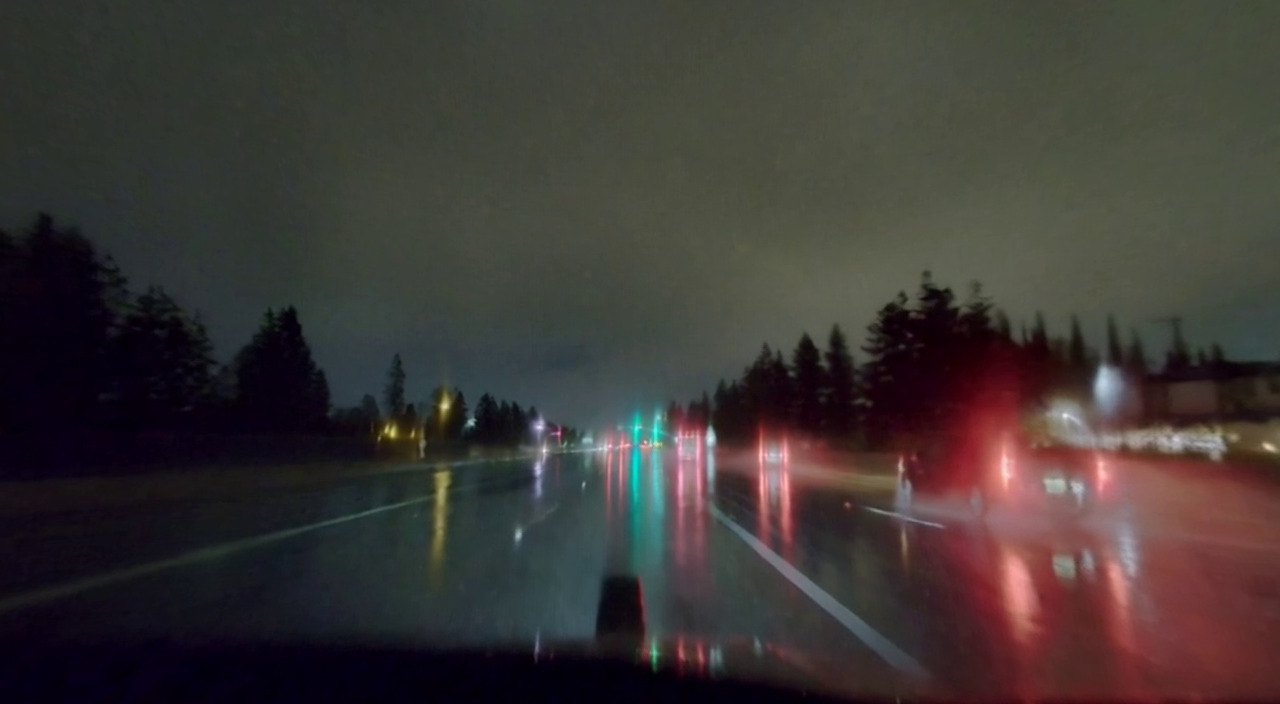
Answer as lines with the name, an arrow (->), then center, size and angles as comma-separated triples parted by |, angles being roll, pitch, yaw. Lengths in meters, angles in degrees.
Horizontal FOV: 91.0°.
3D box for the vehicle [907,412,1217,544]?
vehicle -> 6.692, 2.048, 10.871 | 2.096, 1.767, 4.601 | 0, -9, 0
